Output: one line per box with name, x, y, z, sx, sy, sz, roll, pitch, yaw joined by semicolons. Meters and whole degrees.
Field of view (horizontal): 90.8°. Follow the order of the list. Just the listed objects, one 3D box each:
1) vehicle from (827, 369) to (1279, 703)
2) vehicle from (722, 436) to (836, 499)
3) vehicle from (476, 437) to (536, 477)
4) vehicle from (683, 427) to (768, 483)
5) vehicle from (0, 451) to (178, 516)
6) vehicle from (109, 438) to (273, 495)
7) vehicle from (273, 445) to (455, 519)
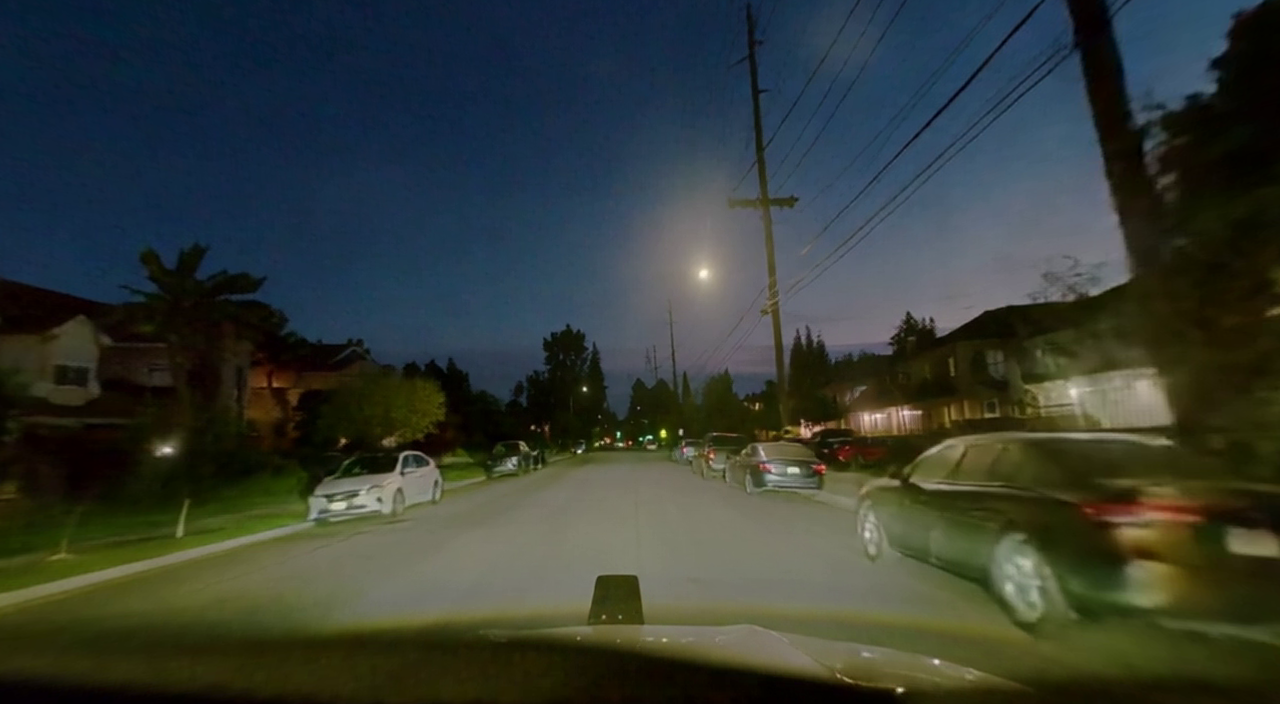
vehicle;3.525;1.248;5.490;2.247;1.618;4.655;2;-8;-2
vehicle;3.546;3.025;17.056;1.848;1.436;4.582;0;-8;-2
vehicle;-6.671;5.292;32.006;2.118;1.753;4.377;-4;-9;-2
vehicle;2.981;3.769;23.512;2.122;1.809;5.421;0;-8;-3
vehicle;-15.482;3.553;17.591;1.886;1.423;4.491;2;-8;-2
vehicle;-16.519;4.157;23.364;4.747;1.899;2.181;-1;-7;11
vehicle;-6.263;2.971;15.155;2.199;1.439;4.757;-1;-8;1
